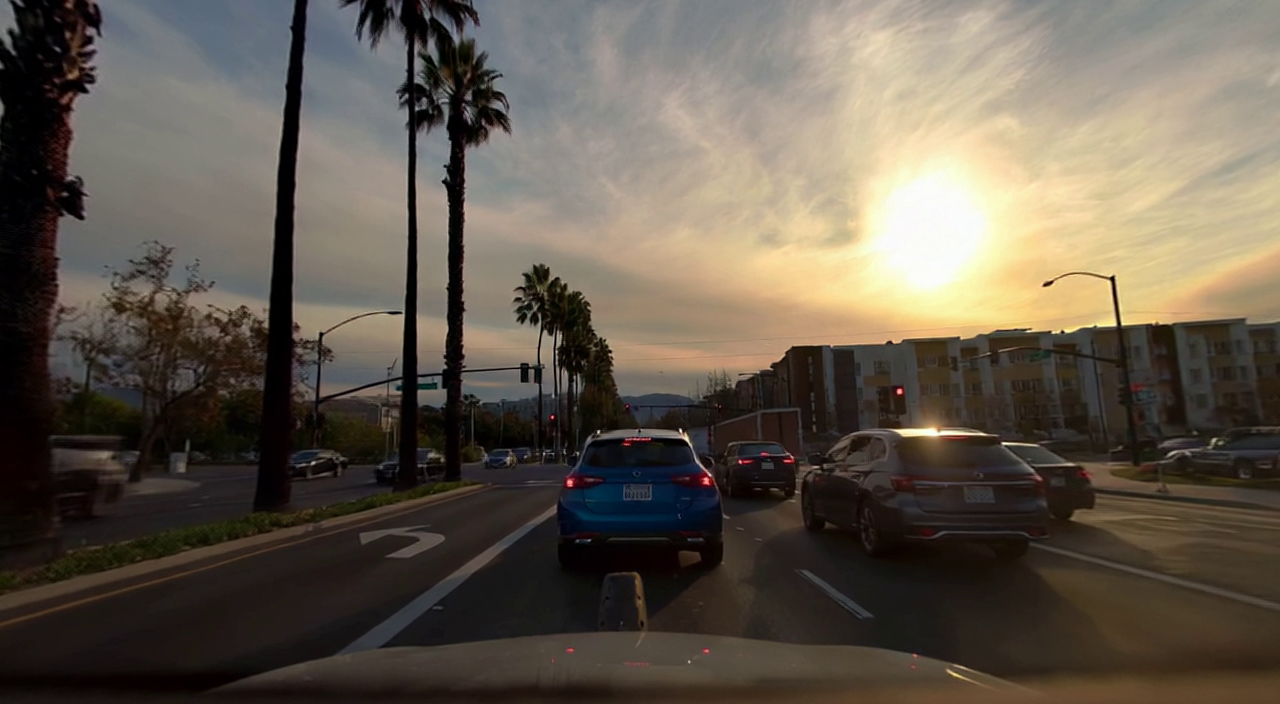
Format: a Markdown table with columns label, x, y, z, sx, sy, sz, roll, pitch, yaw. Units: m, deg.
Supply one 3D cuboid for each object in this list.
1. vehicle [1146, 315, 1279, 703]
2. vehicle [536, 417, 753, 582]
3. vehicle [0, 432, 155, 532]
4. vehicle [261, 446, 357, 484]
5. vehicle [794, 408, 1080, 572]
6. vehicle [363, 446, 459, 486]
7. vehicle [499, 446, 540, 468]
| label | x | y | z | sx | sy | sz | roll | pitch | yaw |
| --- | --- | --- | --- | --- | --- | --- | --- | --- | --- |
| vehicle | 3.393 | 0.471 | 0.258 | 2.171 | 1.806 | 5.058 | 0 | -9 | 0 |
| vehicle | 0.033 | 1.729 | 8.164 | 2.083 | 1.572 | 4.021 | 0 | -9 | 0 |
| vehicle | -12.593 | 2.533 | 12.640 | 2.180 | 1.776 | 4.521 | 0 | -9 | -1 |
| vehicle | -16.416 | 5.582 | 31.646 | 2.167 | 1.737 | 4.824 | 0 | -9 | 0 |
| vehicle | 3.665 | 1.776 | 8.840 | 1.947 | 1.725 | 4.159 | 0 | -9 | 0 |
| vehicle | -9.180 | 4.602 | 25.813 | 2.168 | 1.462 | 4.505 | 0 | -9 | 1 |
| vehicle | -8.625 | 7.574 | 45.595 | 1.975 | 1.478 | 4.670 | 0 | -9 | 0 |
